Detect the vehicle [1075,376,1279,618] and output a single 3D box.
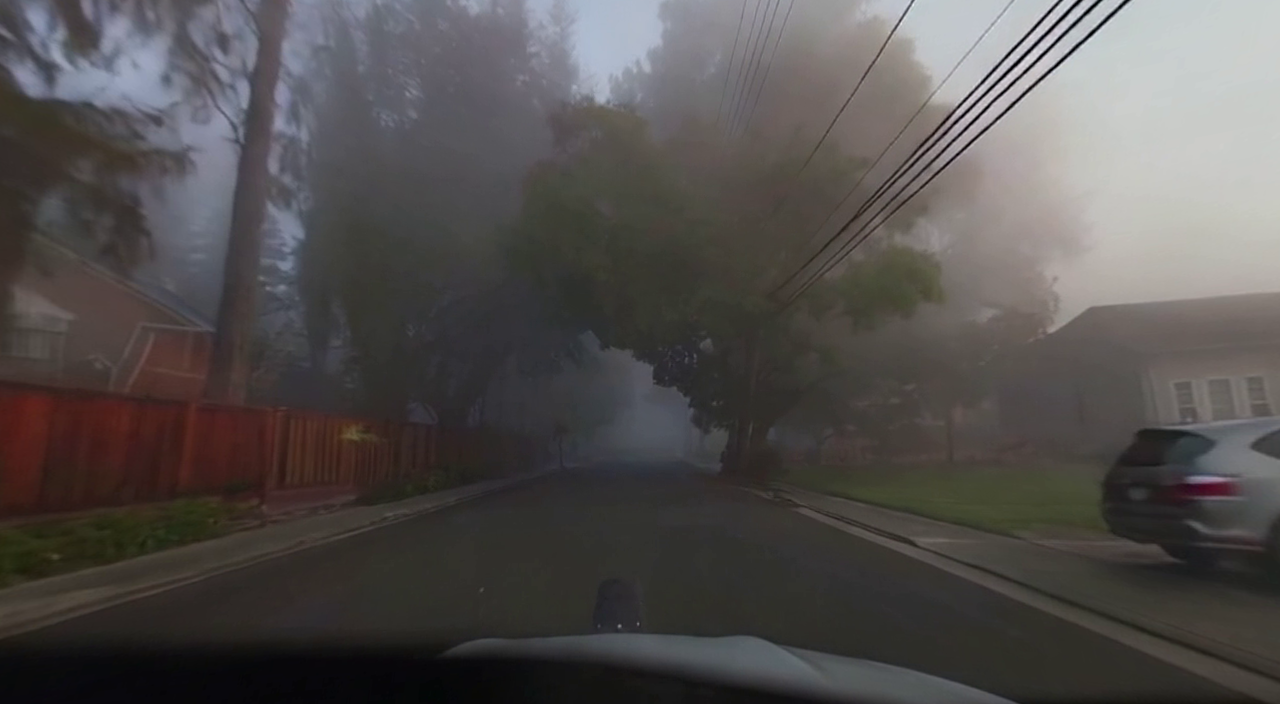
[{"bbox_3d":[7.235,1.243,5.833,4.806,1.851,2.050,0,-9,3],"label":"vehicle"}]
